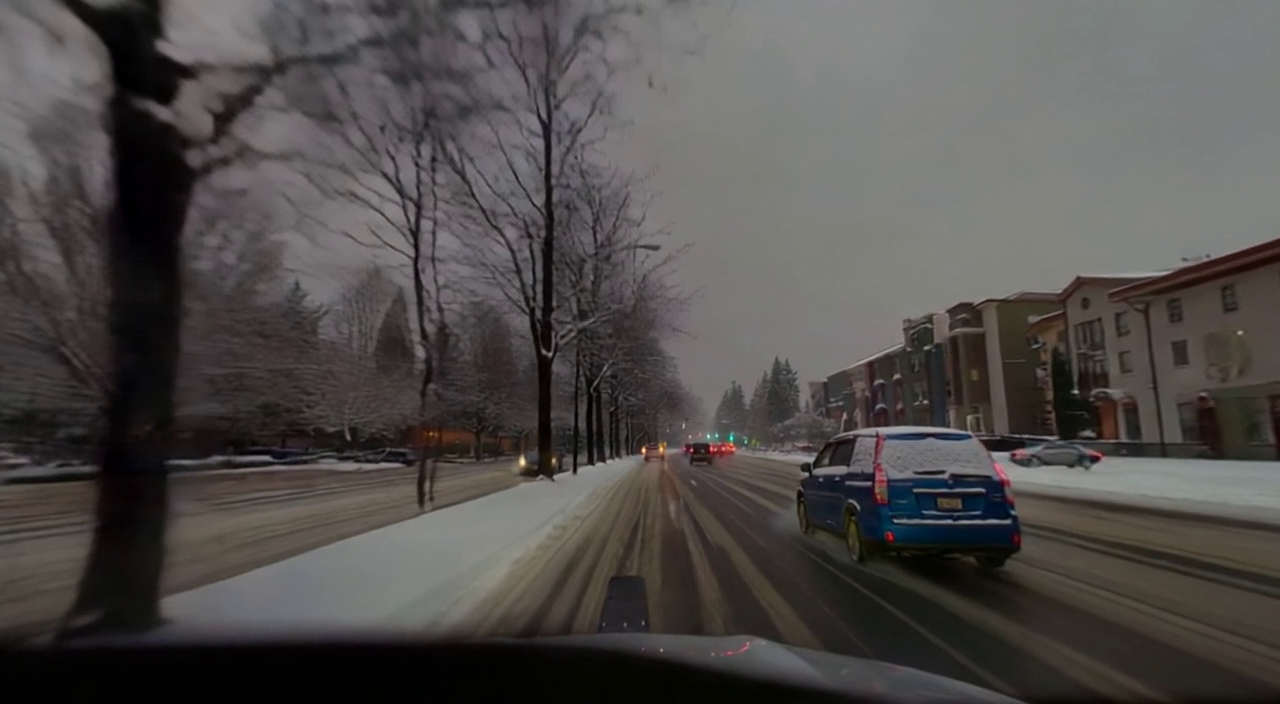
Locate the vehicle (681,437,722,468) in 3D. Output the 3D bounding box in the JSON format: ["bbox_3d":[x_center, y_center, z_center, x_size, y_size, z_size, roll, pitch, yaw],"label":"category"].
[{"bbox_3d":[3.882,6.451,40.760,2.154,1.844,4.634,0,-8,0],"label":"vehicle"}]

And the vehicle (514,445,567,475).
[{"bbox_3d":[-5.129,5.607,33.014,1.953,1.462,4.297,-1,-8,2],"label":"vehicle"}]

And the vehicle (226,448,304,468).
[{"bbox_3d":[-27.890,7.889,46.915,4.783,1.452,1.753,-1,-8,5],"label":"vehicle"}]

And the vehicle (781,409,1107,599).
[{"bbox_3d":[3.101,1.613,7.536,1.901,1.634,3.952,0,-8,0],"label":"vehicle"}]
